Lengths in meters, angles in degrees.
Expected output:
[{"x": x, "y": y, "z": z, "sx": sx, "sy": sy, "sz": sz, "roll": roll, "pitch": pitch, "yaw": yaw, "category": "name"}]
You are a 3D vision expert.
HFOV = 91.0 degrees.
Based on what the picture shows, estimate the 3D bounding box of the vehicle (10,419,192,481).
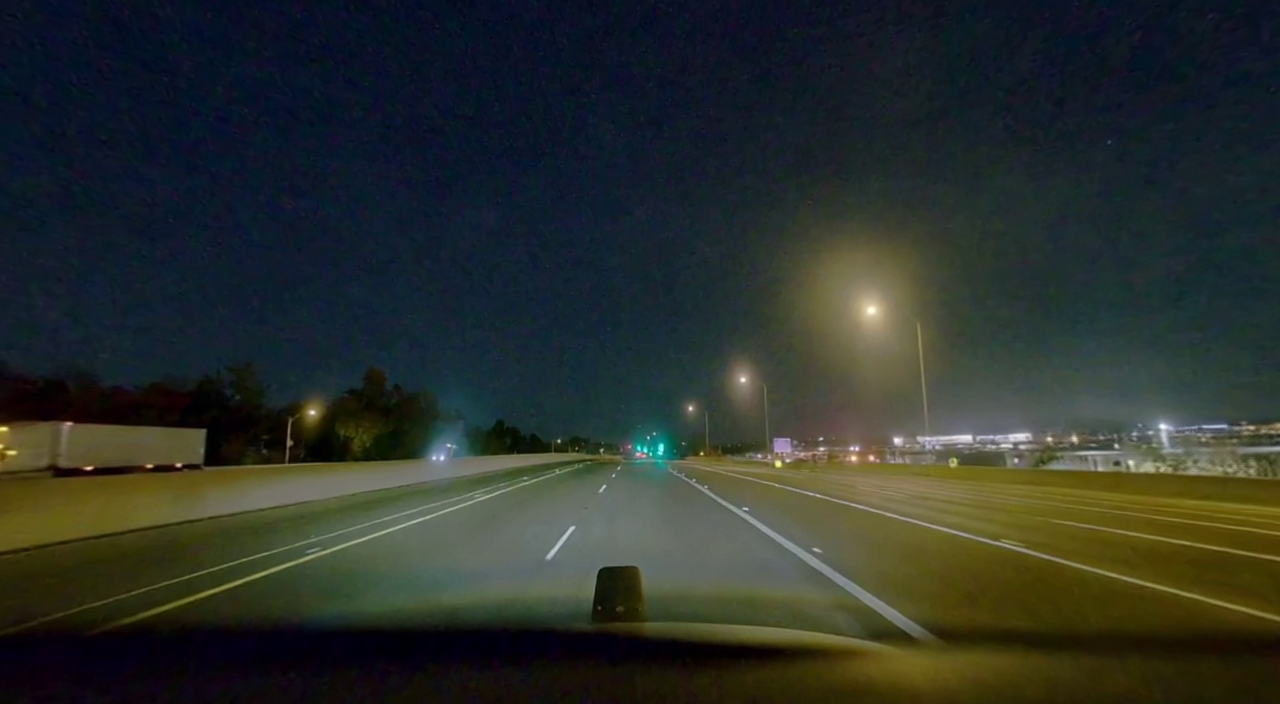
[{"x": -39.483, "y": 7.334, "z": 47.179, "sx": 2.918, "sy": 4.003, "sz": 12.072, "roll": 0, "pitch": -9, "yaw": 0, "category": "vehicle"}]

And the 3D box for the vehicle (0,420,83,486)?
[{"x": -39.493, "y": 6.345, "z": 39.784, "sx": 2.934, "sy": 3.871, "sz": 5.987, "roll": 0, "pitch": -9, "yaw": -1, "category": "vehicle"}]

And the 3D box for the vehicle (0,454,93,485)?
[{"x": -35.130, "y": 6.869, "z": 37.048, "sx": 1.862, "sy": 1.620, "sz": 4.443, "roll": 0, "pitch": -9, "yaw": 1, "category": "vehicle"}]
